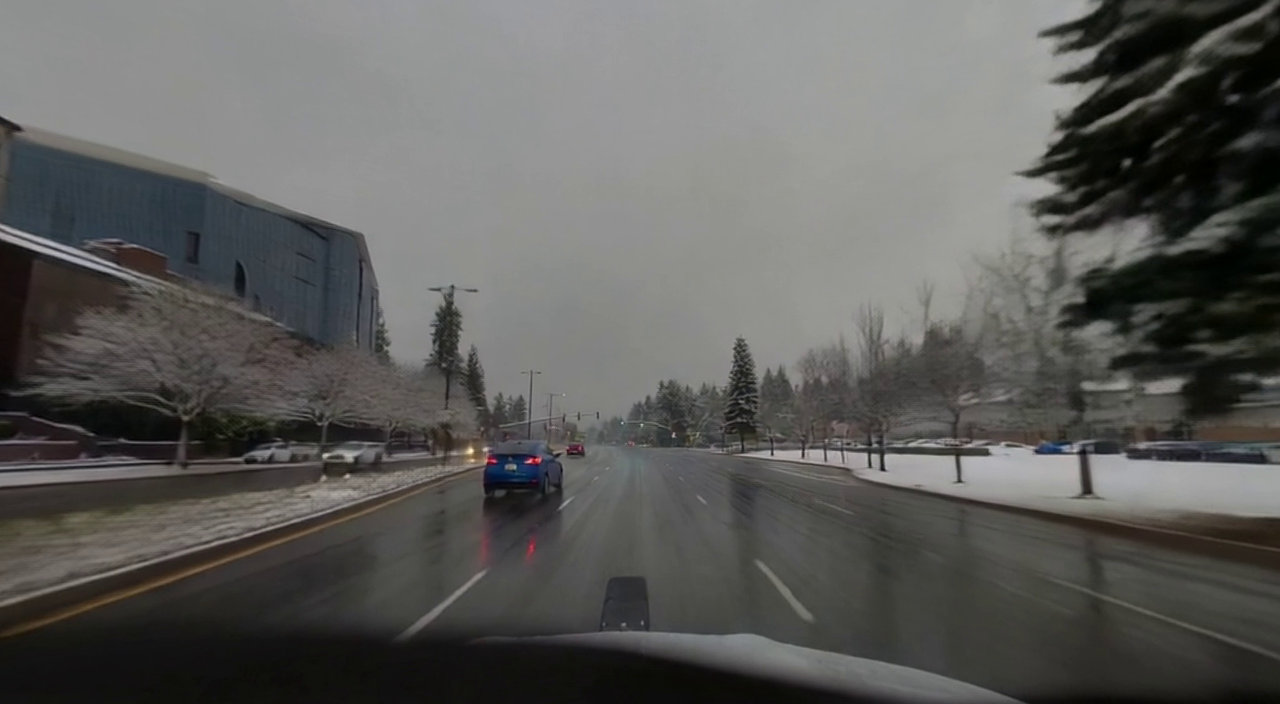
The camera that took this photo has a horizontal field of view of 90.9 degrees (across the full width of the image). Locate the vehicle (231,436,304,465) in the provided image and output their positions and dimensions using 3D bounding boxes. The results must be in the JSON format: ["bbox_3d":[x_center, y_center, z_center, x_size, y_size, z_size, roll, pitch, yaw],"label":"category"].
[{"bbox_3d":[-26.631,7.087,45.318,2.207,1.909,4.831,1,-9,0],"label":"vehicle"}]

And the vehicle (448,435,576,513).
[{"bbox_3d":[-2.833,2.790,15.040,2.009,1.489,4.543,-2,-8,1],"label":"vehicle"}]

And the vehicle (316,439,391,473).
[{"bbox_3d":[-15.922,5.767,35.366,2.055,1.757,4.724,0,-8,-2],"label":"vehicle"}]
